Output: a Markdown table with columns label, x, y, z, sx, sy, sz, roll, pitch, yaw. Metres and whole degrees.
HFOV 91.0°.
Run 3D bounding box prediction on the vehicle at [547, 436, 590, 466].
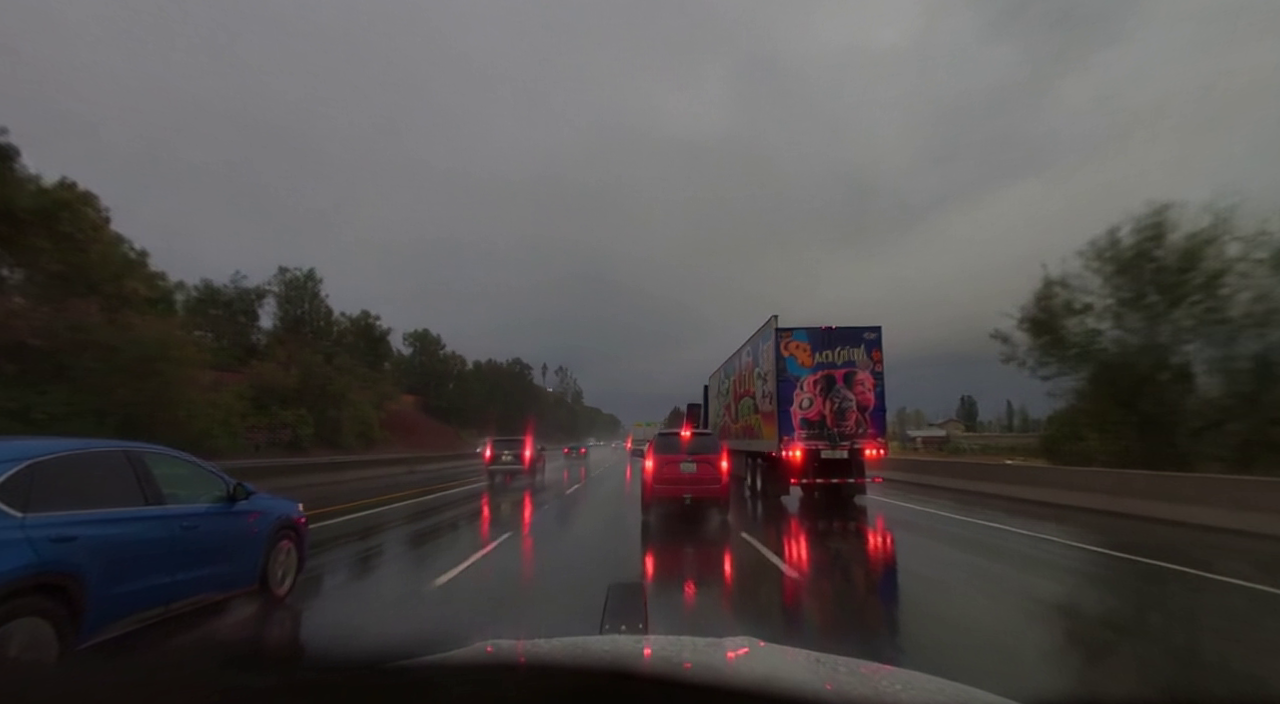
| label | x | y | z | sx | sy | sz | roll | pitch | yaw |
| --- | --- | --- | --- | --- | --- | --- | --- | --- | --- |
| vehicle | -4.323 | 6.055 | 38.605 | 2.014 | 1.683 | 4.275 | 0 | -8 | 1 |

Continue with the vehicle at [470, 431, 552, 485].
| label | x | y | z | sx | sy | sz | roll | pitch | yaw |
| --- | --- | --- | --- | --- | --- | --- | --- | --- | --- |
| vehicle | -4.243 | 3.538 | 21.255 | 1.905 | 1.642 | 3.803 | 0 | -8 | 1 |

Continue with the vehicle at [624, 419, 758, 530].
| label | x | y | z | sx | sy | sz | roll | pitch | yaw |
| --- | --- | --- | --- | --- | --- | --- | --- | --- | --- |
| vehicle | 0.731 | 2.109 | 11.365 | 2.017 | 1.662 | 3.543 | 0 | -8 | -2 |

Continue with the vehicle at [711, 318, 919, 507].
| label | x | y | z | sx | sy | sz | roll | pitch | yaw |
| --- | --- | --- | --- | --- | --- | --- | --- | --- | --- |
| vehicle | 4.561 | 2.285 | 20.731 | 2.828 | 4.081 | 14.220 | 0 | -8 | 0 |

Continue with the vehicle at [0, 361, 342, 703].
| label | x | y | z | sx | sy | sz | roll | pitch | yaw |
| --- | --- | --- | --- | --- | --- | --- | --- | --- | --- |
| vehicle | -4.031 | 1.039 | 4.061 | 1.983 | 1.666 | 4.452 | 0 | -8 | 1 |
